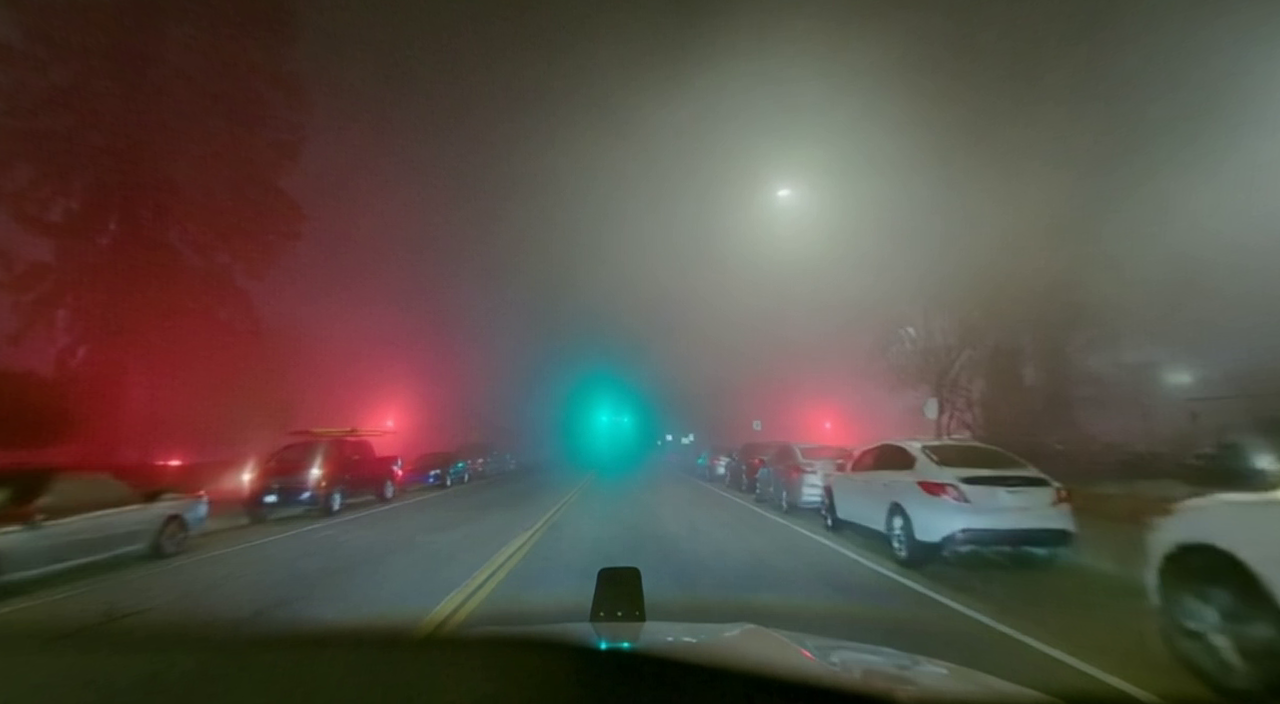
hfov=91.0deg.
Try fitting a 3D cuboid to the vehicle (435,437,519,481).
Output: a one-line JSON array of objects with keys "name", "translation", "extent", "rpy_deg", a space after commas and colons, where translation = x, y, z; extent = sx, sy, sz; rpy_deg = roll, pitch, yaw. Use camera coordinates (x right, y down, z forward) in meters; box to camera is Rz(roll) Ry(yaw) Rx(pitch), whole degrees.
[{"name": "vehicle", "translation": [-7.933, 5.281, 31.366], "extent": [2.613, 1.959, 5.843], "rpy_deg": [0, -9, 0]}]

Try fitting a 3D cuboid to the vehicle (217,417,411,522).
[{"name": "vehicle", "translation": [-7.783, 2.851, 15.856], "extent": [2.146, 2.167, 5.339], "rpy_deg": [0, -9, -2]}]

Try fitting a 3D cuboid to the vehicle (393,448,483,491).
[{"name": "vehicle", "translation": [-7.760, 4.552, 24.735], "extent": [2.057, 1.486, 4.759], "rpy_deg": [0, -9, -1]}]

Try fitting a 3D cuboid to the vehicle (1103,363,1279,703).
[{"name": "vehicle", "translation": [4.259, 0.757, 1.836], "extent": [2.071, 1.781, 4.737], "rpy_deg": [0, -9, -2]}]

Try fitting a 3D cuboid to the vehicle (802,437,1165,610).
[{"name": "vehicle", "translation": [3.715, 1.904, 8.044], "extent": [2.009, 1.547, 4.574], "rpy_deg": [0, -9, -1]}]

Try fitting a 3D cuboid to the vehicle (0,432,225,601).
[{"name": "vehicle", "translation": [-7.423, 1.787, 7.232], "extent": [2.055, 1.663, 4.889], "rpy_deg": [0, -9, -2]}]
